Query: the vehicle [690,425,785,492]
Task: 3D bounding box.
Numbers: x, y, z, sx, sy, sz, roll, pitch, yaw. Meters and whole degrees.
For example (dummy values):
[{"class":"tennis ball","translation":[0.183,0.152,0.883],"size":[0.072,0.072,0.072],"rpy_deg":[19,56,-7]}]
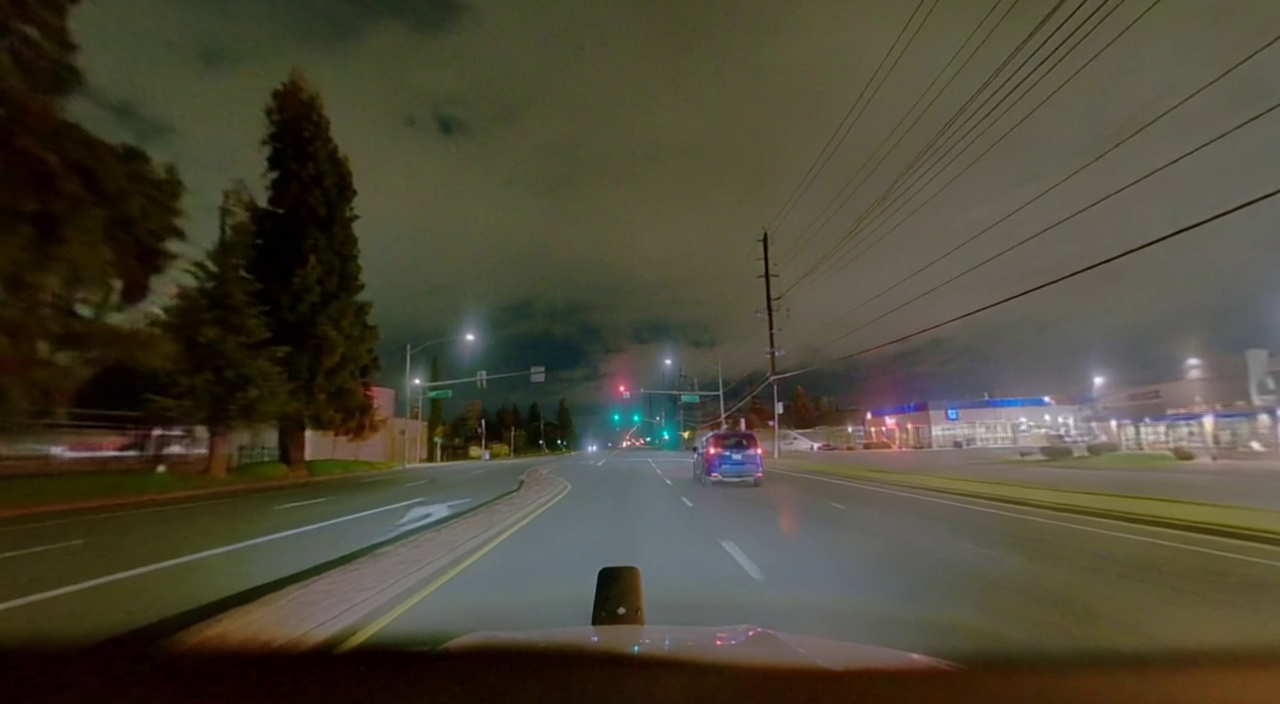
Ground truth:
[{"class":"vehicle","translation":[2.860,3.267,19.706],"size":[2.060,1.820,4.713],"rpy_deg":[0,-9,-2]}]
